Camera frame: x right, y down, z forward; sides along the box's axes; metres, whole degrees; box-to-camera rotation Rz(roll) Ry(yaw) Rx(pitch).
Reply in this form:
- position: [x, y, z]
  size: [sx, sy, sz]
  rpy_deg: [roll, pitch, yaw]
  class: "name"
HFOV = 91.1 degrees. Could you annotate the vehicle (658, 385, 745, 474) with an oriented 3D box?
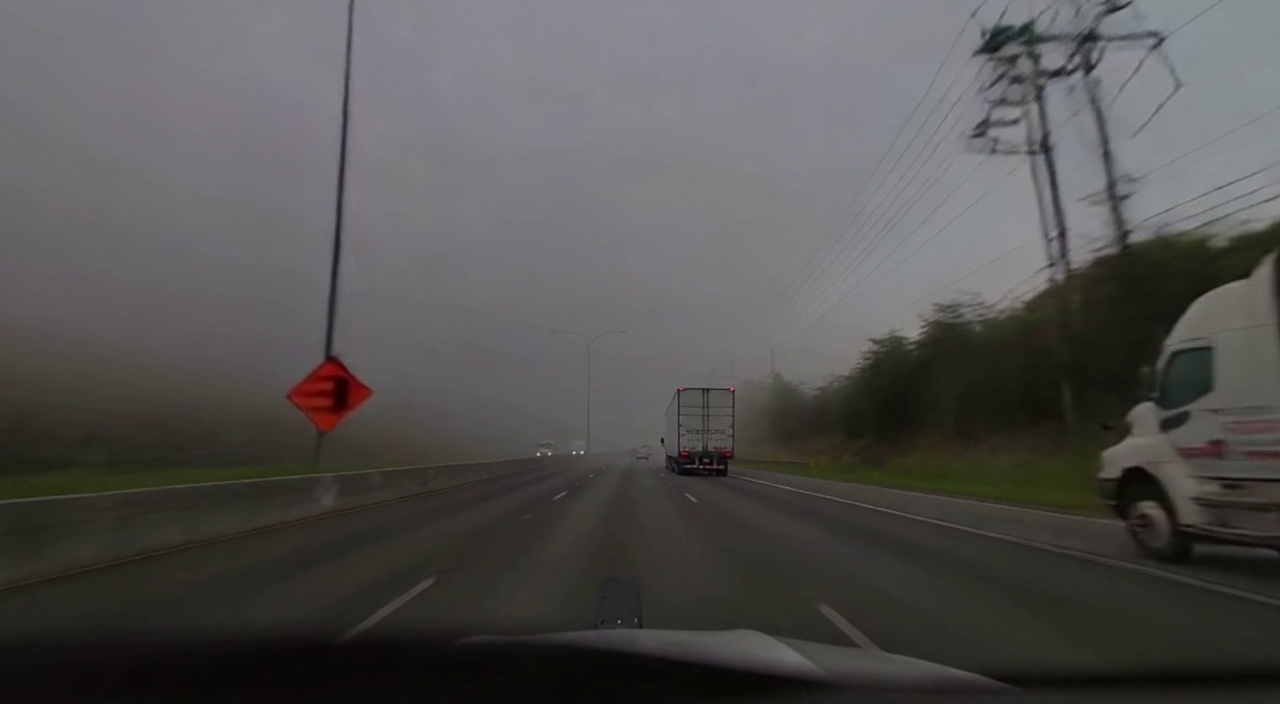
- position: [3.058, 4.877, 37.389]
  size: [3.202, 4.046, 17.146]
  rpy_deg: [0, -9, -1]
  class: "vehicle"
